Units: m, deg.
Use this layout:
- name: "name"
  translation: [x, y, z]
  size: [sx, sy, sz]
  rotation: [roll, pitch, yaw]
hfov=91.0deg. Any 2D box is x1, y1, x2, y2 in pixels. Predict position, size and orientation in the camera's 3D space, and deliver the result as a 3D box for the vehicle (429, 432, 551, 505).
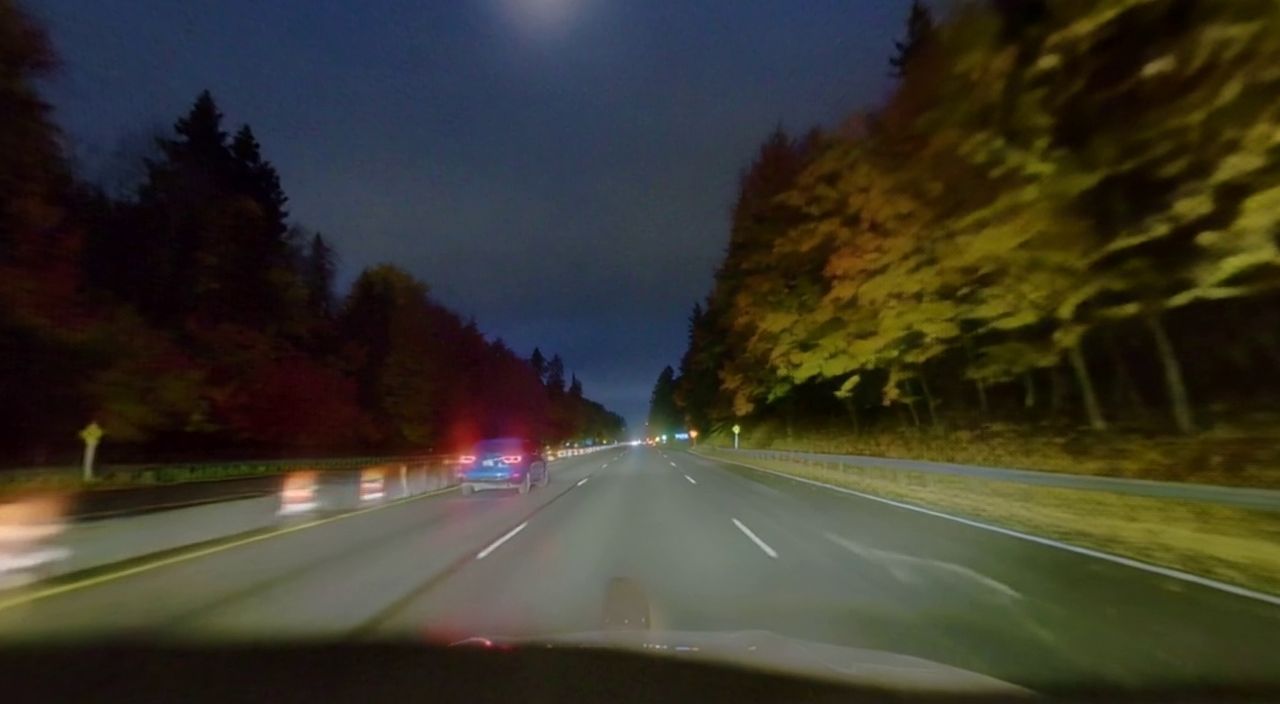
- name: "vehicle"
  translation: [-3.447, 2.740, 15.288]
  size: [1.902, 1.505, 4.016]
  rotation: [0, -8, 1]
